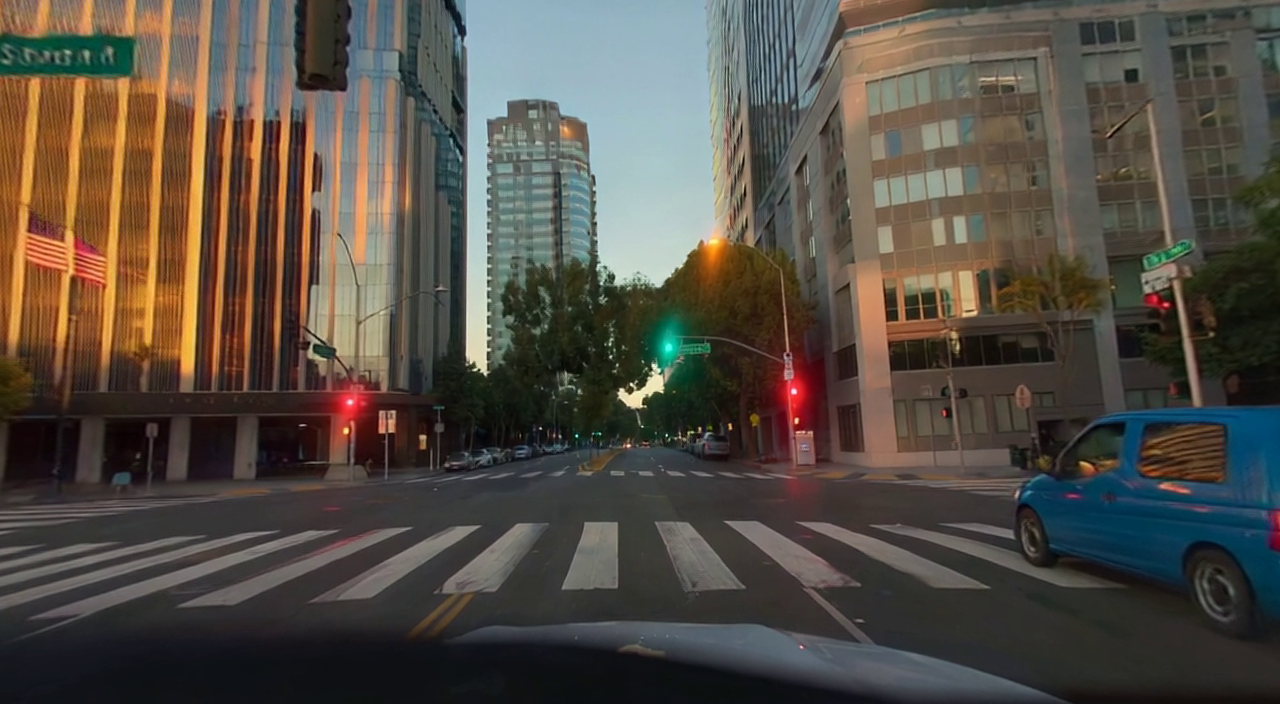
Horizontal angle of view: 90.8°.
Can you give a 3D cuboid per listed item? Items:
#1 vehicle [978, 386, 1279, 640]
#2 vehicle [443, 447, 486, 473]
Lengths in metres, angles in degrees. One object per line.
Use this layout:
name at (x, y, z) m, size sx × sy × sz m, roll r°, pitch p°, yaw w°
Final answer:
vehicle at (5.589, 1.347, 5.827) m, size 2.070 × 1.804 × 4.881 m, roll 0°, pitch -8°, yaw -2°
vehicle at (-12.438, 7.653, 45.086) m, size 1.935 × 1.639 × 4.244 m, roll -3°, pitch -8°, yaw -2°
